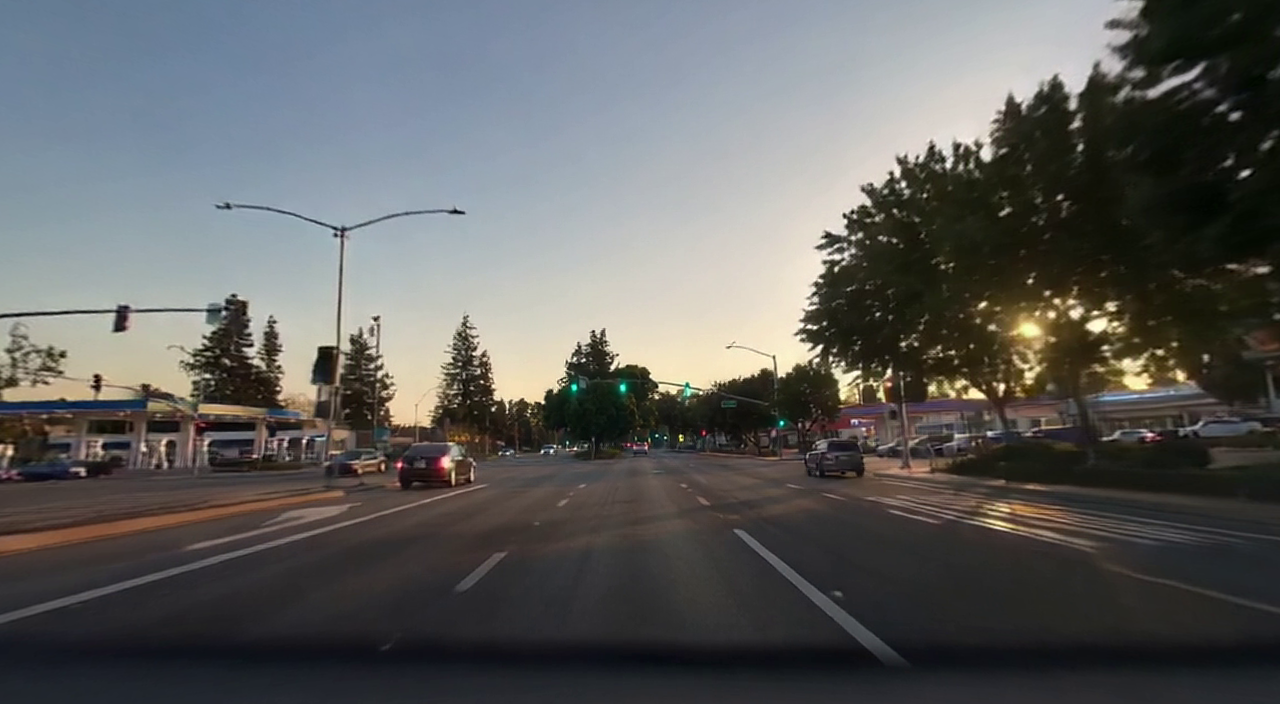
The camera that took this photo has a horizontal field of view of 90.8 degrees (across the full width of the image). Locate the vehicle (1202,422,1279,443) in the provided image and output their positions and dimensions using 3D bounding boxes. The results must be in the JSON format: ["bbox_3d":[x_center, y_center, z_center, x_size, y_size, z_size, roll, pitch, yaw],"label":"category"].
[{"bbox_3d":[47.784,6.380,49.923,1.857,1.525,5.259,0,-9,-1],"label":"vehicle"}]

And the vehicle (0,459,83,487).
[{"bbox_3d":[-39.561,7.797,40.744,4.941,1.654,1.967,2,-8,-13],"label":"vehicle"}]

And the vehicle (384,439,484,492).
[{"bbox_3d":[-6.671,3.697,20.987,1.898,1.539,4.314,0,-8,-1],"label":"vehicle"}]

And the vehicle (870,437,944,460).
[{"bbox_3d":[18.229,6.629,43.355,4.533,1.485,1.916,-3,-9,19],"label":"vehicle"}]

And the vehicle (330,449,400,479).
[{"bbox_3d":[-14.935,6.069,34.562,1.843,1.447,4.419,0,-8,0],"label":"vehicle"}]
